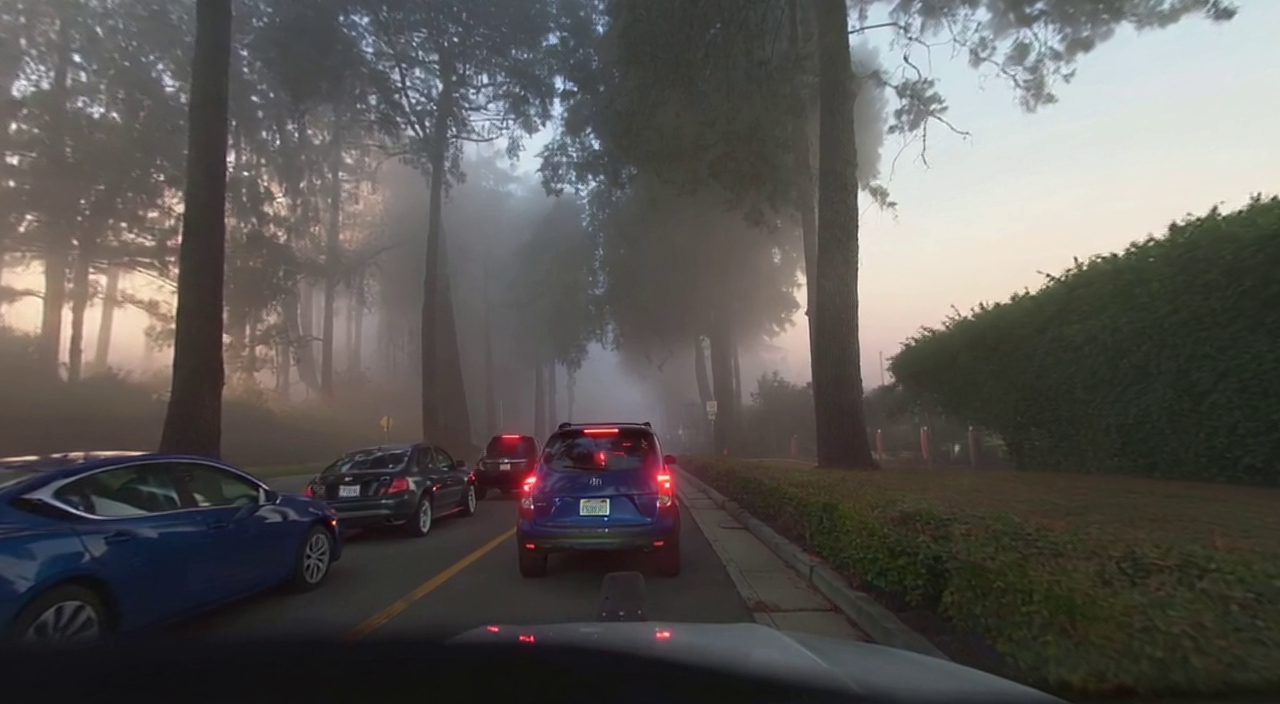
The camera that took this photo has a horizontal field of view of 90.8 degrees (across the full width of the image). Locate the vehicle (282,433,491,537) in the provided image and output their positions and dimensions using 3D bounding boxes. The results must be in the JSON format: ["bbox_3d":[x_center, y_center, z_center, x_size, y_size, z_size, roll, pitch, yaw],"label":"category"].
[{"bbox_3d":[-4.252,2.280,11.543,1.898,1.503,4.453,0,-8,1],"label":"vehicle"}]

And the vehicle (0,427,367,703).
[{"bbox_3d":[-3.810,1.295,4.539,1.784,1.408,4.141,0,-8,1],"label":"vehicle"}]

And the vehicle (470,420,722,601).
[{"bbox_3d":[-0.421,1.649,7.475,2.127,1.517,4.090,0,-8,-1],"label":"vehicle"}]
